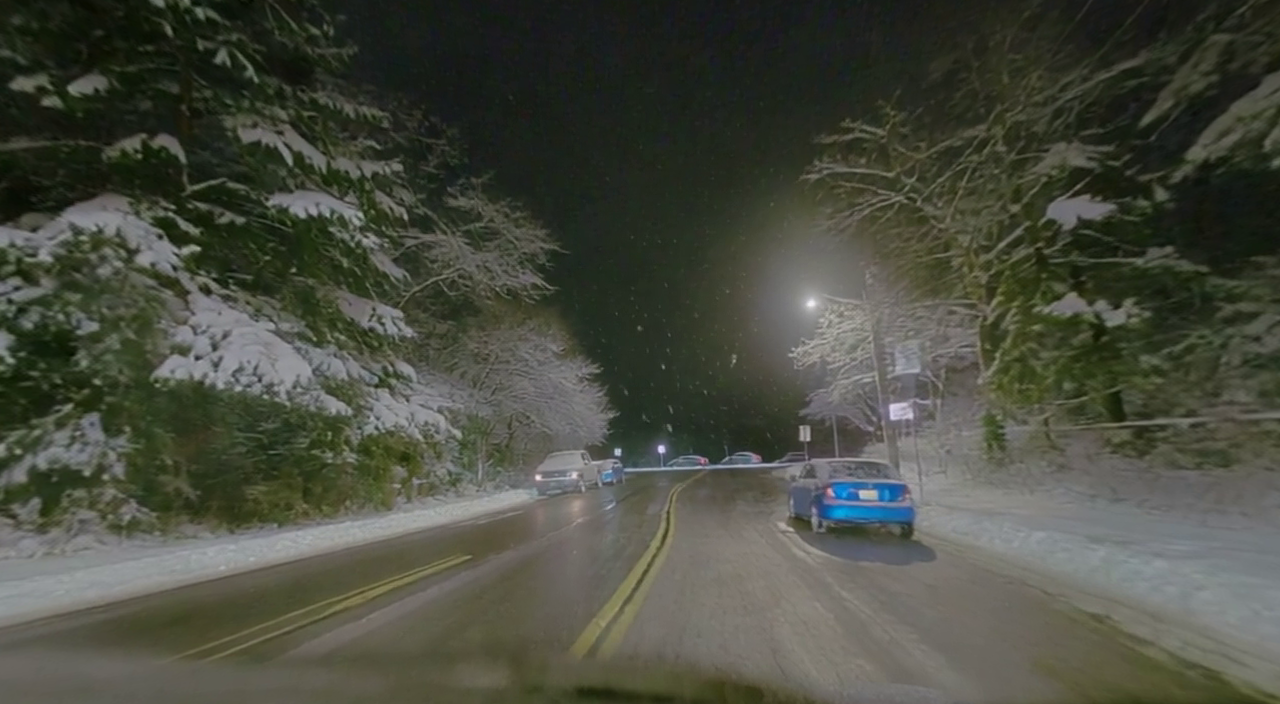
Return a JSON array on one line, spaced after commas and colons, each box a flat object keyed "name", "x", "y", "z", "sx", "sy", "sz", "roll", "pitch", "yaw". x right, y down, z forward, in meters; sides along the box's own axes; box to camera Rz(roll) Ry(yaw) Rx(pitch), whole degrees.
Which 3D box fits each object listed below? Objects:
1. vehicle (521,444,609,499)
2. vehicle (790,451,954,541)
[{"name": "vehicle", "x": -3.310, "y": 5.580, "z": 29.223, "sx": 2.583, "sy": 2.167, "sz": 5.667, "roll": -4, "pitch": -12, "yaw": 8}, {"name": "vehicle", "x": 4.414, "y": 2.765, "z": 12.847, "sx": 2.033, "sy": 1.424, "sz": 4.560, "roll": -1, "pitch": -8, "yaw": 6}]
